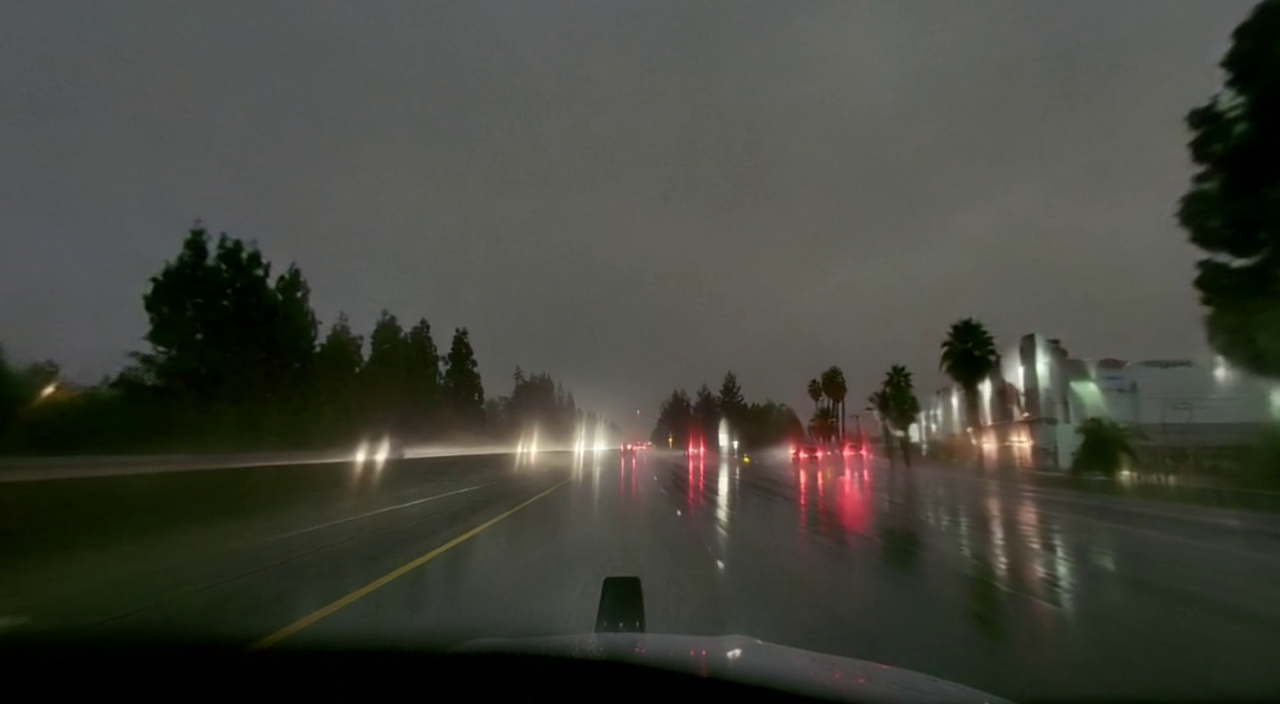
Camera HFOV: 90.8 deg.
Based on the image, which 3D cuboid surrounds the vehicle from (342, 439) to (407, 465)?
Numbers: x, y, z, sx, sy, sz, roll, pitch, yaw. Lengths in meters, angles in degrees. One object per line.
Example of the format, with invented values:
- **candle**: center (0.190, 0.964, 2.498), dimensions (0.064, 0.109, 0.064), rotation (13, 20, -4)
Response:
- **vehicle**: center (-16.514, 6.267, 39.593), dimensions (1.950, 1.477, 4.792), rotation (0, -9, 0)
